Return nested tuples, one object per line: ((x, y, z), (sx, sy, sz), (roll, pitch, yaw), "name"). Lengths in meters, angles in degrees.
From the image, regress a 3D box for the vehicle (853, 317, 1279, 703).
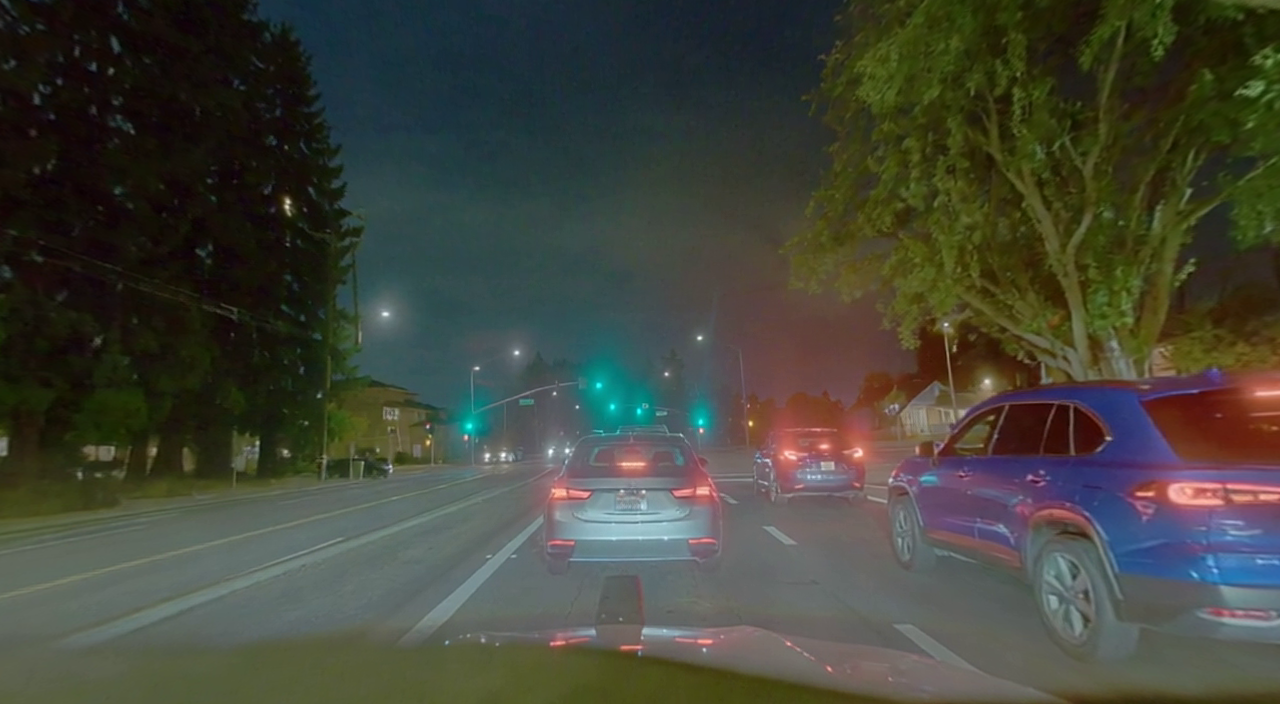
((3.356, 1.041, 4.650), (2.006, 1.766, 4.345), (0, -8, 0), "vehicle")

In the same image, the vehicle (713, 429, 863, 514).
((2.947, 2.496, 13.745), (1.971, 1.517, 4.521), (0, -8, -3), "vehicle")

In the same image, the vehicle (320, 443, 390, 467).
((-19.917, 7.181, 44.196), (3.957, 1.630, 1.881), (0, -8, 0), "vehicle")

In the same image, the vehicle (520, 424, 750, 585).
((-0.101, 1.762, 8.158), (2.186, 1.500, 4.141), (0, -8, -1), "vehicle")

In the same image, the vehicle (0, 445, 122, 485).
((-22.536, 4.279, 24.085), (4.092, 1.438, 1.639), (0, -8, 1), "vehicle")
